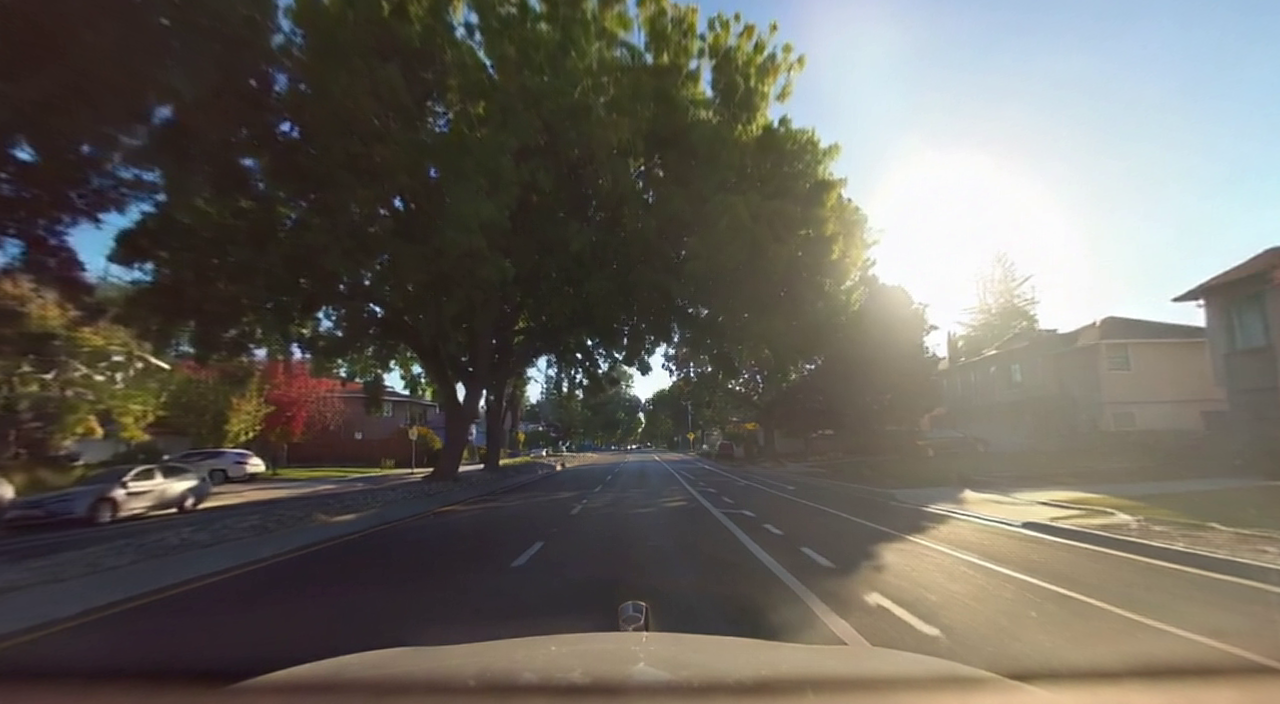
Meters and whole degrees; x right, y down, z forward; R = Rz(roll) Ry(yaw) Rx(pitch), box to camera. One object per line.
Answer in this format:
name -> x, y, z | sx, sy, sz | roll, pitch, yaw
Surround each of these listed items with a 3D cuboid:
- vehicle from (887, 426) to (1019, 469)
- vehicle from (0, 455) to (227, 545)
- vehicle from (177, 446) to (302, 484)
vehicle -> 13.865, 4.234, 28.275 | 4.907, 1.693, 2.081 | -1, -7, 13
vehicle -> -11.852, 3.233, 14.426 | 1.888, 1.439, 4.351 | -2, -6, 0
vehicle -> -18.999, 5.359, 30.036 | 4.573, 1.643, 2.158 | -2, -9, 5
